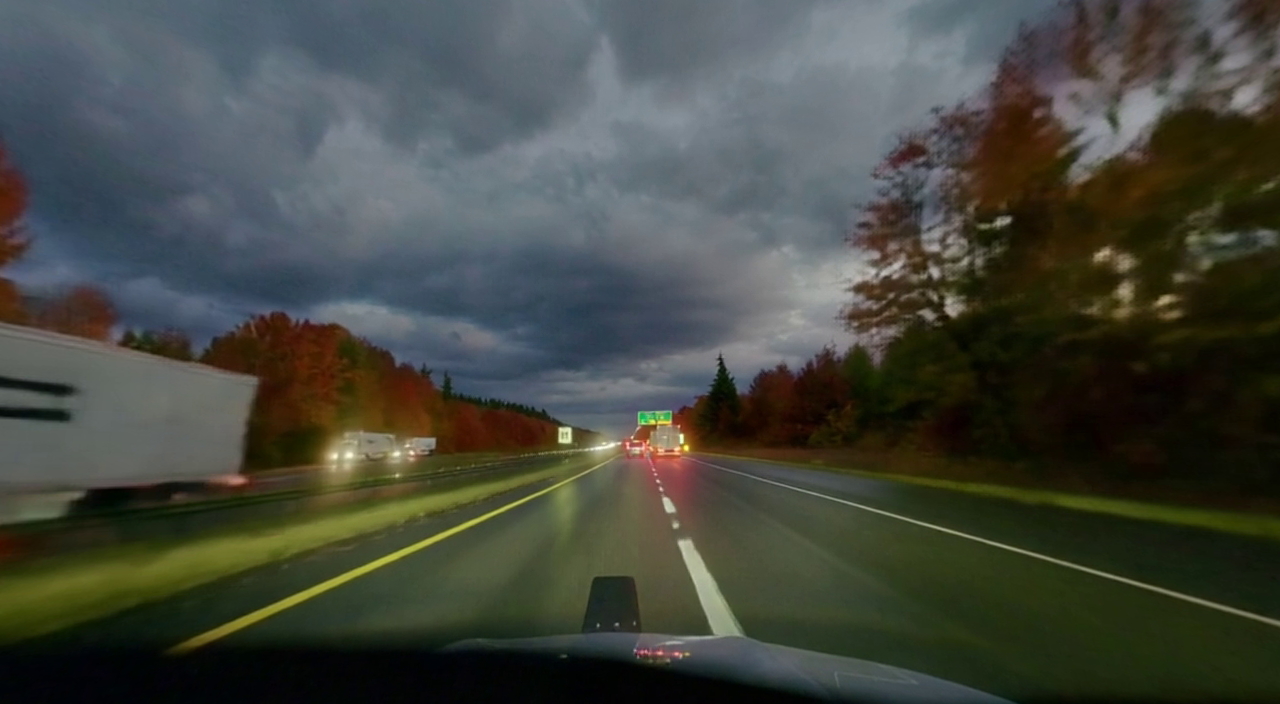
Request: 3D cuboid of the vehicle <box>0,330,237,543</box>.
[{"bbox_3d":[-14.079,1.653,12.204,3.063,4.134,14.156,0,-9,0],"label":"vehicle"}]
